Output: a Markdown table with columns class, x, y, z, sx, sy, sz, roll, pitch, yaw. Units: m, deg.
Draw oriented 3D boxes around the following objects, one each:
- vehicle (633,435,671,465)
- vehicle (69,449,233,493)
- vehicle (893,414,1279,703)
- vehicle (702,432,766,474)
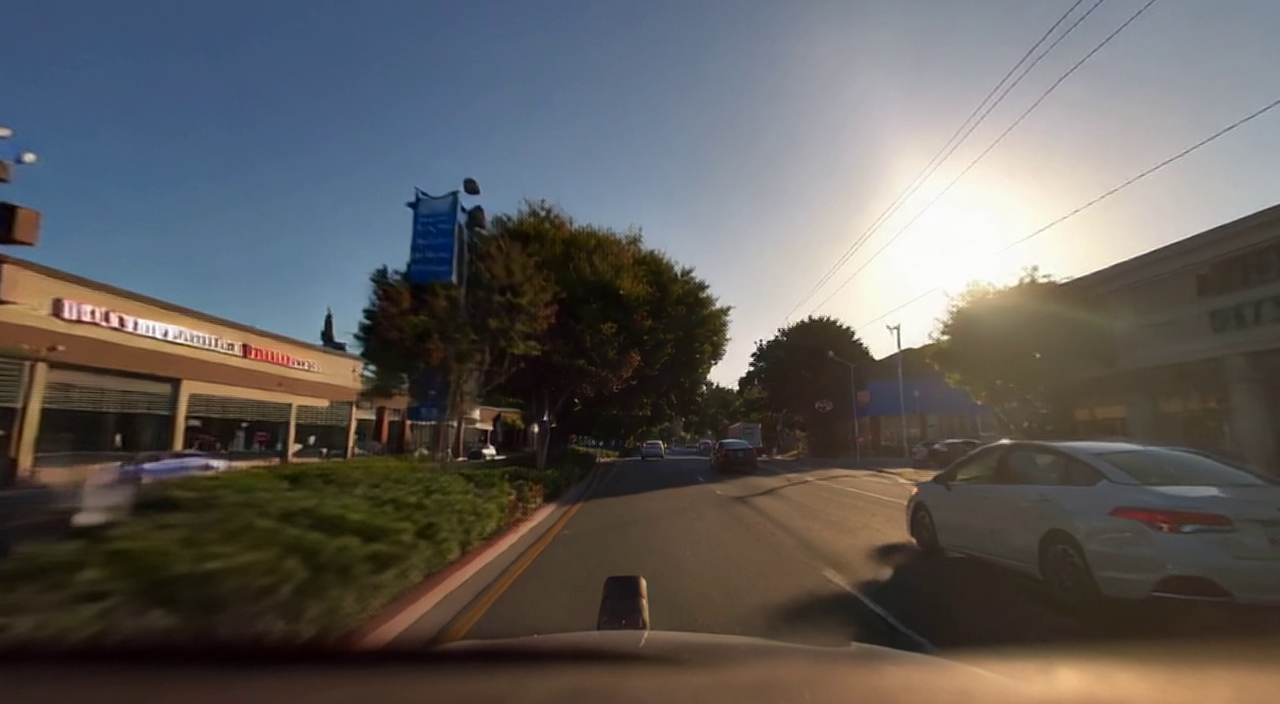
| class | x | y | z | sx | sy | sz | roll | pitch | yaw |
| --- | --- | --- | --- | --- | --- | --- | --- | --- | --- |
| vehicle | 0.683 | 5.767 | 37.191 | 2.098 | 1.682 | 3.778 | 0 | -8 | 0 |
| vehicle | -18.856 | 4.573 | 24.630 | 2.280 | 1.489 | 5.106 | 0 | -8 | 1 |
| vehicle | 4.050 | 1.365 | 5.379 | 1.908 | 1.463 | 4.506 | 0 | -8 | 1 |
| vehicle | 3.999 | 4.386 | 27.443 | 2.115 | 1.692 | 4.189 | 0 | -8 | 0 |
